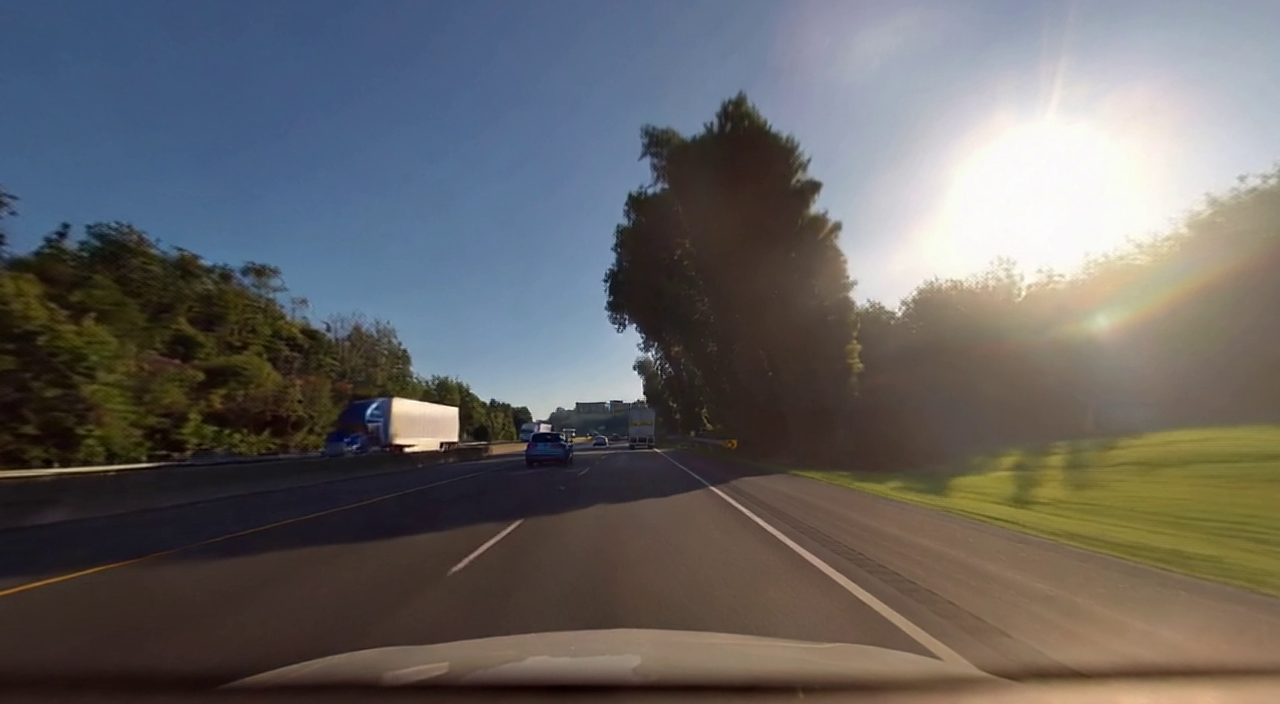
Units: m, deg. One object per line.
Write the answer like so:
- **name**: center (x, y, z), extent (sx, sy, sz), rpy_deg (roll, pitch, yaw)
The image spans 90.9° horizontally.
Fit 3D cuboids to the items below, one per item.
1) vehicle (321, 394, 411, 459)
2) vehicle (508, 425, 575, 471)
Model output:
- **vehicle**: center (-17.151, 4.781, 39.941), extent (2.975, 3.782, 5.870), rpy_deg (0, -8, 0)
- **vehicle**: center (-3.864, 3.838, 25.481), extent (2.045, 1.655, 4.301), rpy_deg (0, -8, 0)
